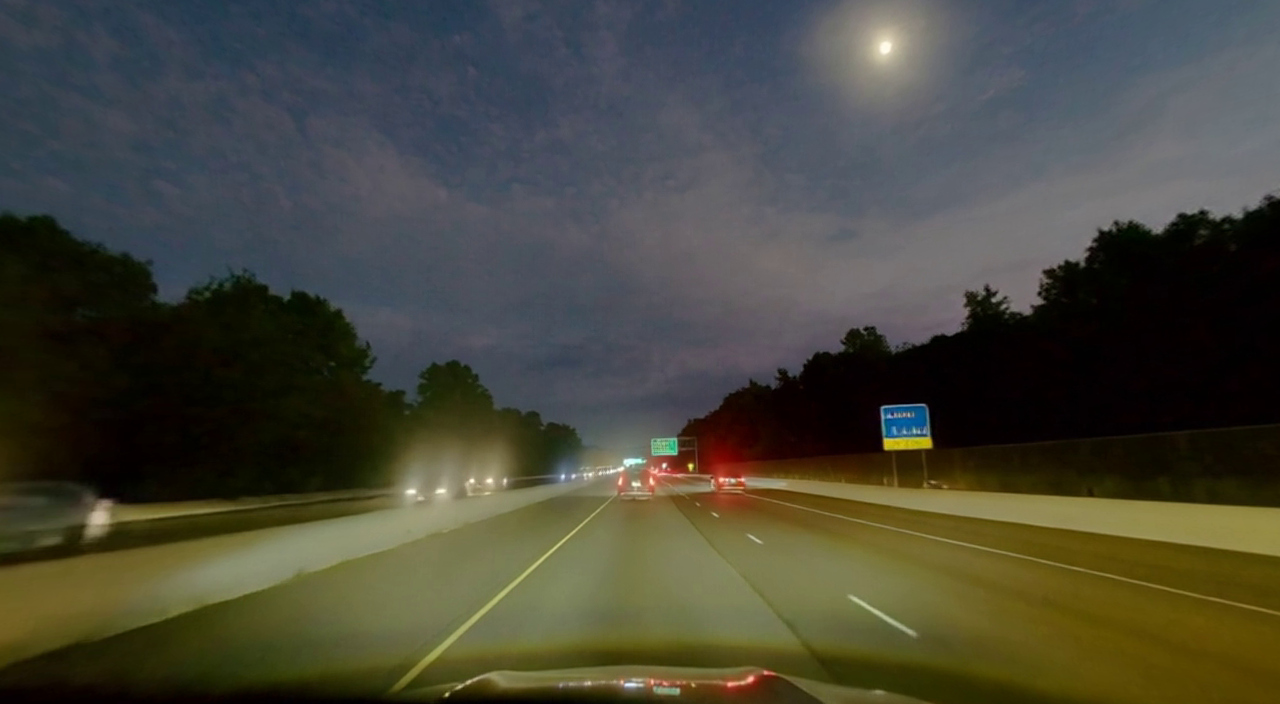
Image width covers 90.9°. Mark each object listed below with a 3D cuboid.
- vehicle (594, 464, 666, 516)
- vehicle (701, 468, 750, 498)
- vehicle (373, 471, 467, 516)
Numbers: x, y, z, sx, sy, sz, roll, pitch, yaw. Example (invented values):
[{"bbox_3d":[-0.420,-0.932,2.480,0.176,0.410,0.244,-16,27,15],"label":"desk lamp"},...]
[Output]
[{"bbox_3d":[-0.287,4.323,20.057,2.060,1.473,3.726,1,-10,0],"label":"vehicle"},{"bbox_3d":[4.520,6.947,33.710,1.974,1.476,4.119,1,-10,-1],"label":"vehicle"},{"bbox_3d":[-8.041,5.213,23.515,1.843,1.448,4.542,1,-10,0],"label":"vehicle"}]
